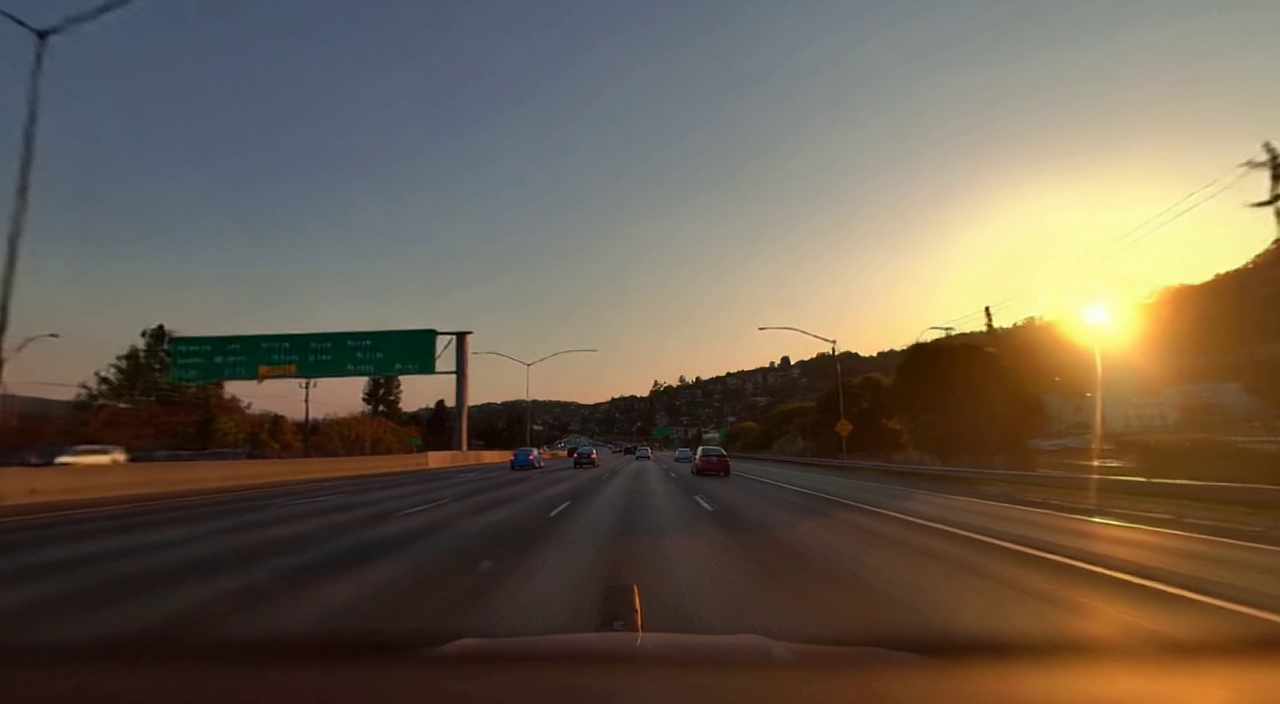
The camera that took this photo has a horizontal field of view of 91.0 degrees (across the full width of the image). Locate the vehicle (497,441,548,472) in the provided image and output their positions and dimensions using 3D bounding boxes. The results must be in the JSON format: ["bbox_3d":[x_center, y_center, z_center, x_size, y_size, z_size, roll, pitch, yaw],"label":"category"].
[{"bbox_3d":[-6.943,6.194,37.661,2.112,1.721,4.381,0,-8,1],"label":"vehicle"}]

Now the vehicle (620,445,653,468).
[{"bbox_3d":[-0.218,7.189,43.568,2.166,1.496,4.158,0,-8,0],"label":"vehicle"}]

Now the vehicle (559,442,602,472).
[{"bbox_3d":[-3.450,6.164,37.226,2.091,1.664,4.157,0,-8,0],"label":"vehicle"}]

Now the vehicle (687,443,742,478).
[{"bbox_3d":[3.481,5.178,30.311,2.077,1.527,4.553,0,-9,0],"label":"vehicle"}]

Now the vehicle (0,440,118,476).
[{"bbox_3d":[-30.156,5.453,32.739,1.906,1.695,4.696,0,-9,0],"label":"vehicle"}]

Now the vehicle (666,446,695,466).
[{"bbox_3d":[3.167,8.205,49.959,2.036,1.517,4.256,0,-9,0],"label":"vehicle"}]
